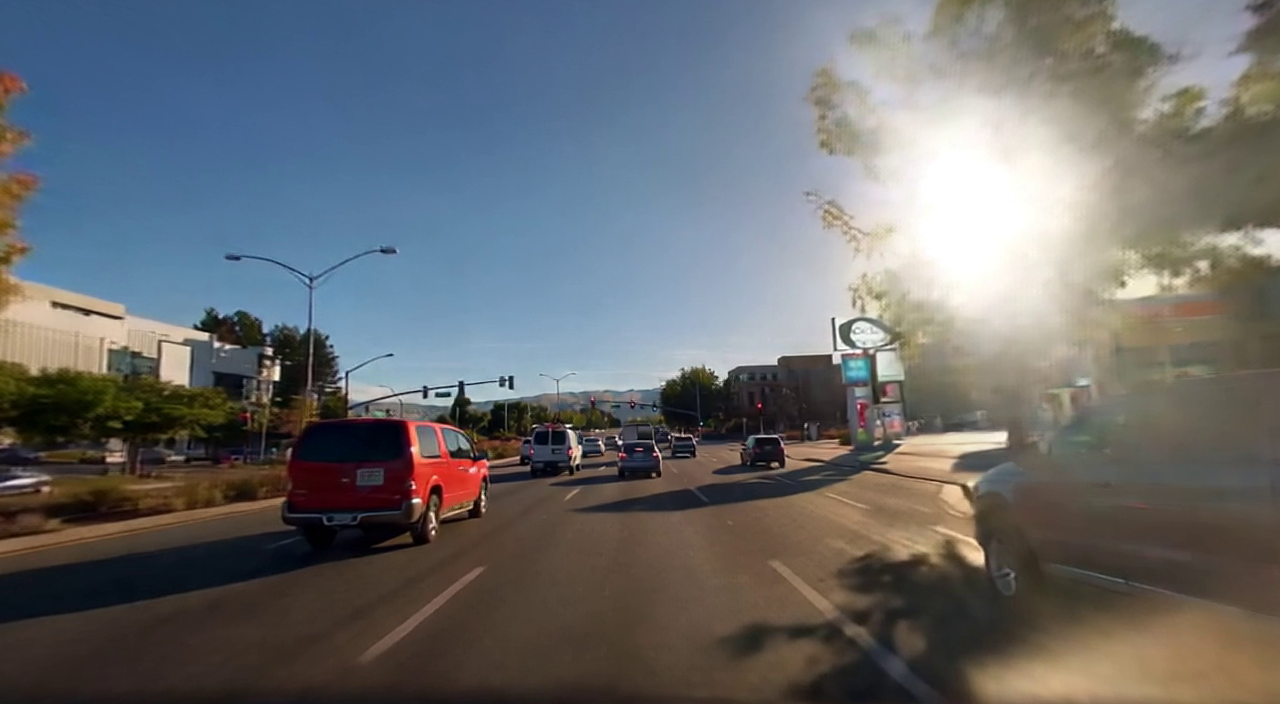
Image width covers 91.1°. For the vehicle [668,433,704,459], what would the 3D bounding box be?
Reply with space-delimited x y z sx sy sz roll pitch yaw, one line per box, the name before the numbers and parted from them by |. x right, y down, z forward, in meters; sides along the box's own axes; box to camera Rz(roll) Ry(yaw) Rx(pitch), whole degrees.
vehicle | 3.305 6.947 46.240 2.193 1.795 5.130 0 -8 -1

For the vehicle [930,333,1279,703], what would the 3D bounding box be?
vehicle | 3.723 0.955 3.476 2.055 1.786 4.817 0 -8 2

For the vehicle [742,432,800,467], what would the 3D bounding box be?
vehicle | 6.805 5.149 33.127 2.119 1.696 4.623 0 -8 1

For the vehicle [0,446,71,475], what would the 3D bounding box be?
vehicle | -47.121 8.202 47.610 5.483 2.103 2.273 0 -8 -2

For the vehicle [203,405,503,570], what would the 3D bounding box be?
vehicle | -3.656 1.837 9.398 2.002 1.747 5.173 0 -8 1

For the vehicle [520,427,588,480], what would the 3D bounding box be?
vehicle | -3.431 4.170 26.039 2.025 1.936 4.995 0 -8 1

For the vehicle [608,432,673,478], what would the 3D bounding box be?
vehicle | 0.015 4.261 26.204 2.426 1.703 5.602 0 -8 0
